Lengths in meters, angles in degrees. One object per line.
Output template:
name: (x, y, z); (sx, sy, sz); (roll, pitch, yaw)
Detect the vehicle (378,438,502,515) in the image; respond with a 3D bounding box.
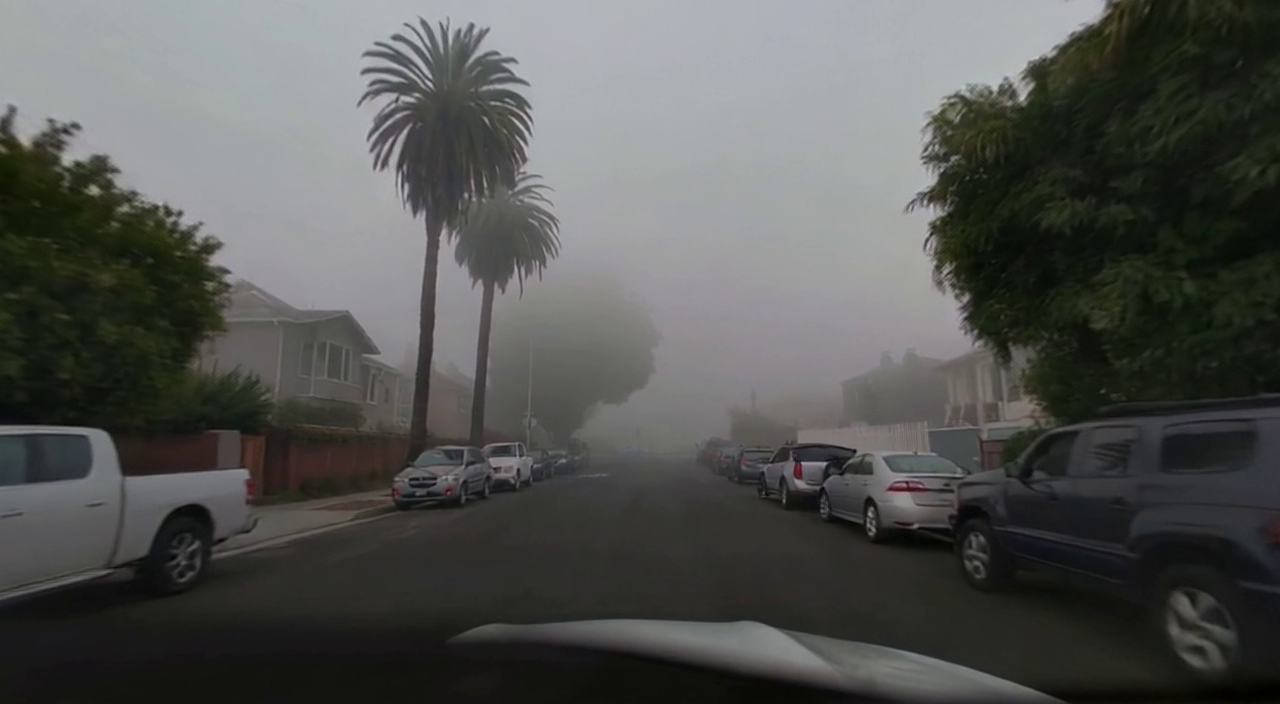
vehicle: (-5.247, 3.310, 17.271); (1.947, 1.803, 4.381); (0, -9, 0)

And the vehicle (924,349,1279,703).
vehicle: (4.209, 1.244, 4.866); (1.964, 1.889, 4.708); (1, -9, 2)

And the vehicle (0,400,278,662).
vehicle: (-5.496, 1.353, 5.008); (2.020, 1.819, 5.168); (-1, -9, 2)
